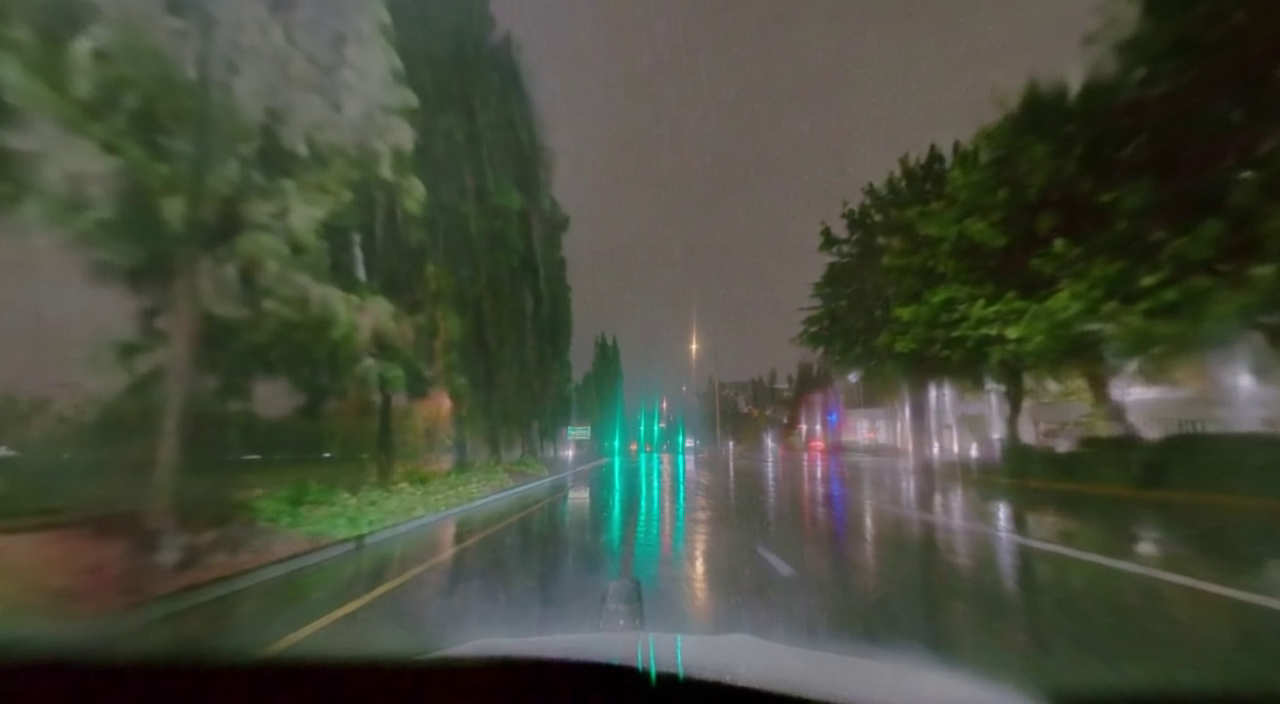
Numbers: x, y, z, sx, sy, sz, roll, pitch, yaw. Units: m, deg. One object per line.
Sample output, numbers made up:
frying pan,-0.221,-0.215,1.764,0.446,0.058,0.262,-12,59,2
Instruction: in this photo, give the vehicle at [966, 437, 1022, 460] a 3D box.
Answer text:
vehicle,24.733,6.801,44.273,1.579,1.419,3.726,-2,-10,-3
